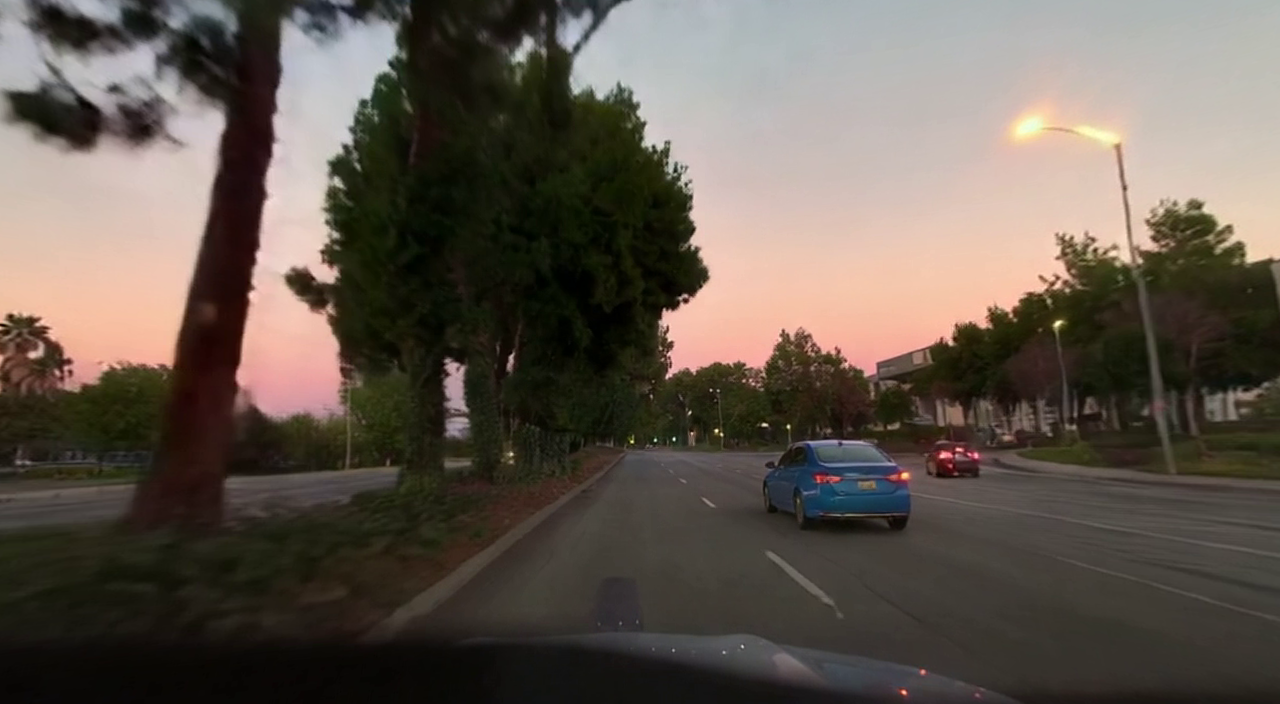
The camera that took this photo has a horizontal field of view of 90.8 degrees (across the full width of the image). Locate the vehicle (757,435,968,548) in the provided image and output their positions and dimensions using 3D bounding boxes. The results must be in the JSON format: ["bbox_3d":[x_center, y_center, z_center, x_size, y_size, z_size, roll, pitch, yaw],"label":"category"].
[{"bbox_3d":[3.366,2.176,10.594,1.950,1.473,4.259,0,-8,0],"label":"vehicle"}]

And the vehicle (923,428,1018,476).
[{"bbox_3d":[17.097,5.214,33.146,2.868,2.233,6.035,-2,-9,13],"label":"vehicle"}]
